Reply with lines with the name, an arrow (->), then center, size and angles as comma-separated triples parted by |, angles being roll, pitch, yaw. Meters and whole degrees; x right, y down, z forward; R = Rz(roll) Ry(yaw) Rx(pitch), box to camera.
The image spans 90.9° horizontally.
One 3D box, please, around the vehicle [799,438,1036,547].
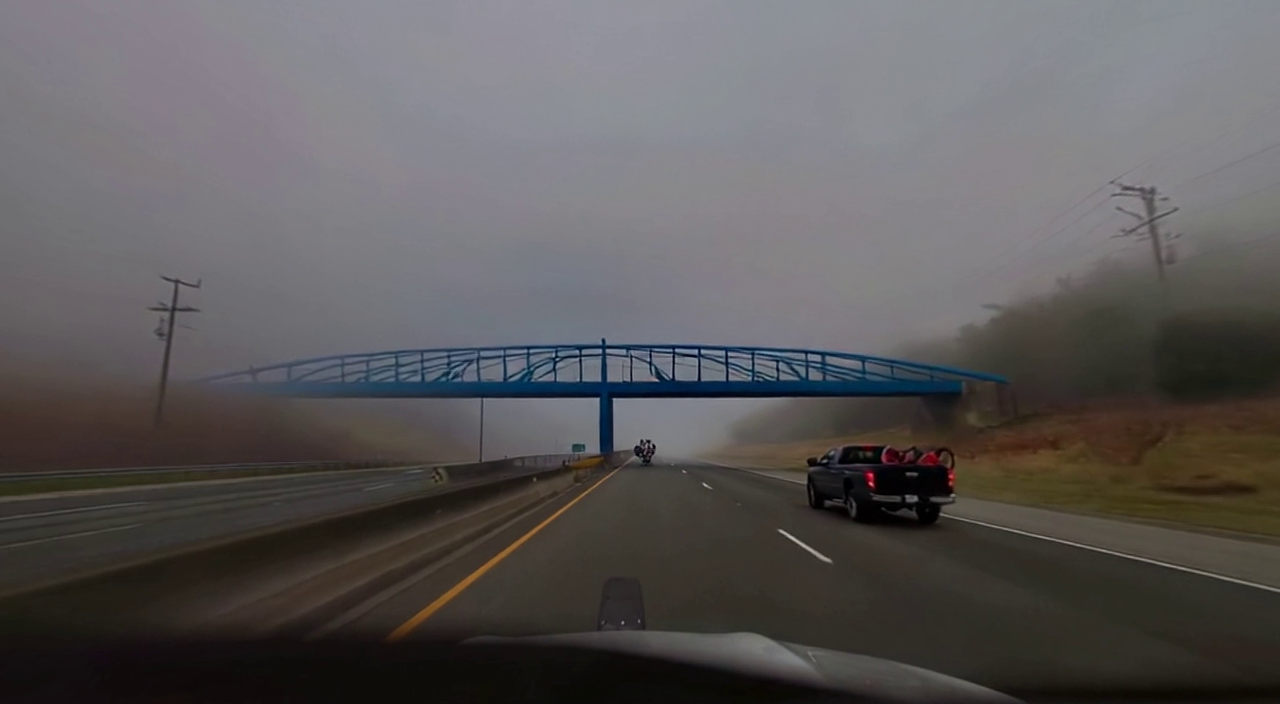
vehicle -> 4.539, 2.367, 11.387 | 1.988, 1.505, 4.958 | 0, -9, 0
